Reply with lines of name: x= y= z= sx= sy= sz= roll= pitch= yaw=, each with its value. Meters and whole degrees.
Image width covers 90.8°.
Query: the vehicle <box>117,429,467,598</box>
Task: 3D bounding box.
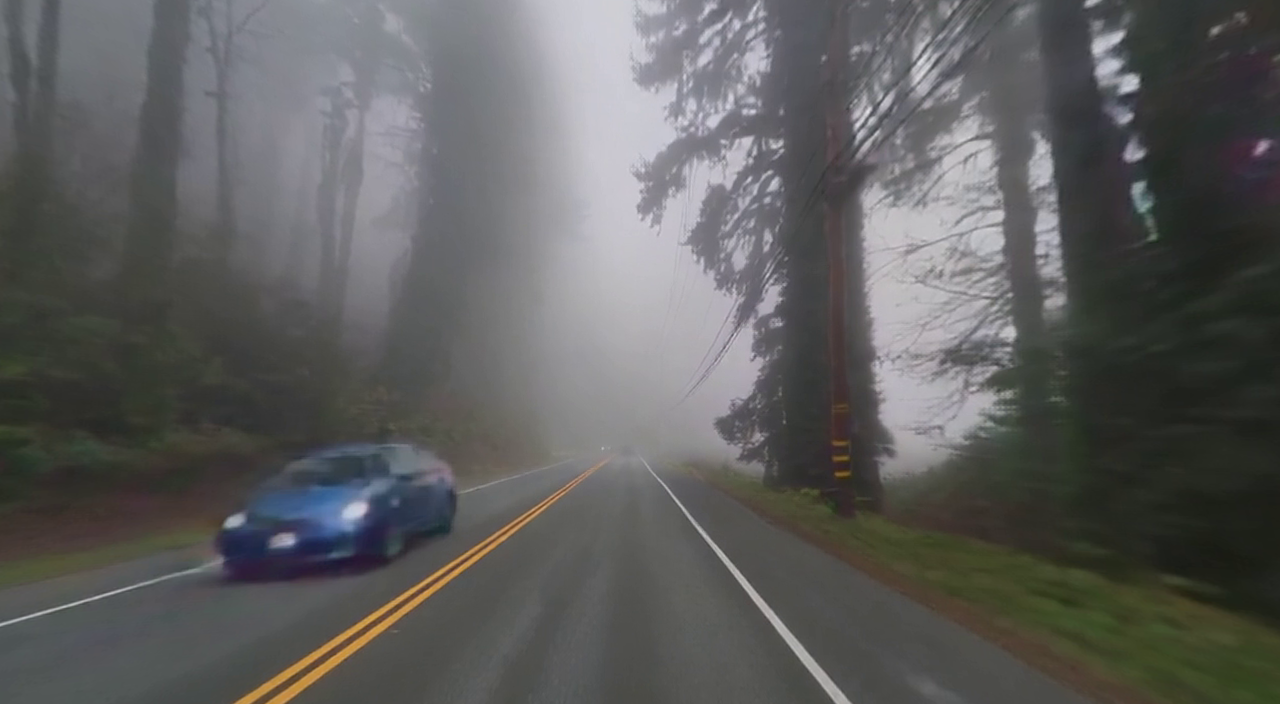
vehicle: x=-3.818 y=1.818 z=8.025 sx=2.030 sy=1.552 sz=4.188 roll=0 pitch=-9 yaw=0
